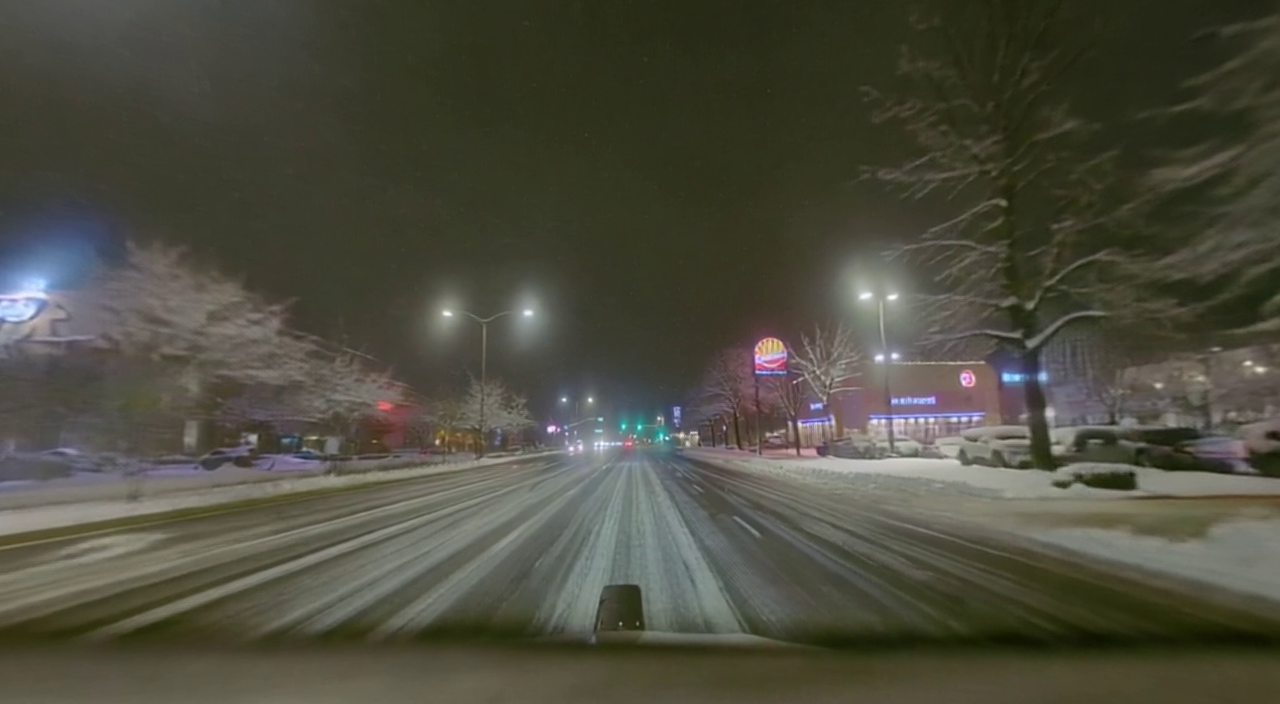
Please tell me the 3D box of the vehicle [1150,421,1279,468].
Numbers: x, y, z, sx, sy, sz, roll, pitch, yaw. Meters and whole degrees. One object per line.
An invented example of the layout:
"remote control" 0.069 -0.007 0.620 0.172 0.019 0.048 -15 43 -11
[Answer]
"vehicle" 24.399 3.871 26.478 1.917 1.772 5.073 0 -8 2

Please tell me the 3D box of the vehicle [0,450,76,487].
"vehicle" -30.693 5.633 30.793 4.441 1.667 2.223 -1 -8 6

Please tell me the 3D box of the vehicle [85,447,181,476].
"vehicle" -30.775 6.652 38.414 4.189 1.678 1.887 0 -8 1

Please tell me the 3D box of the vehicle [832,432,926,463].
"vehicle" 13.381 5.366 35.506 4.386 1.570 2.043 -1 -9 -2

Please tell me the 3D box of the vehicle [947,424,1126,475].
"vehicle" 14.325 3.553 23.071 5.134 1.732 2.047 0 -8 0
